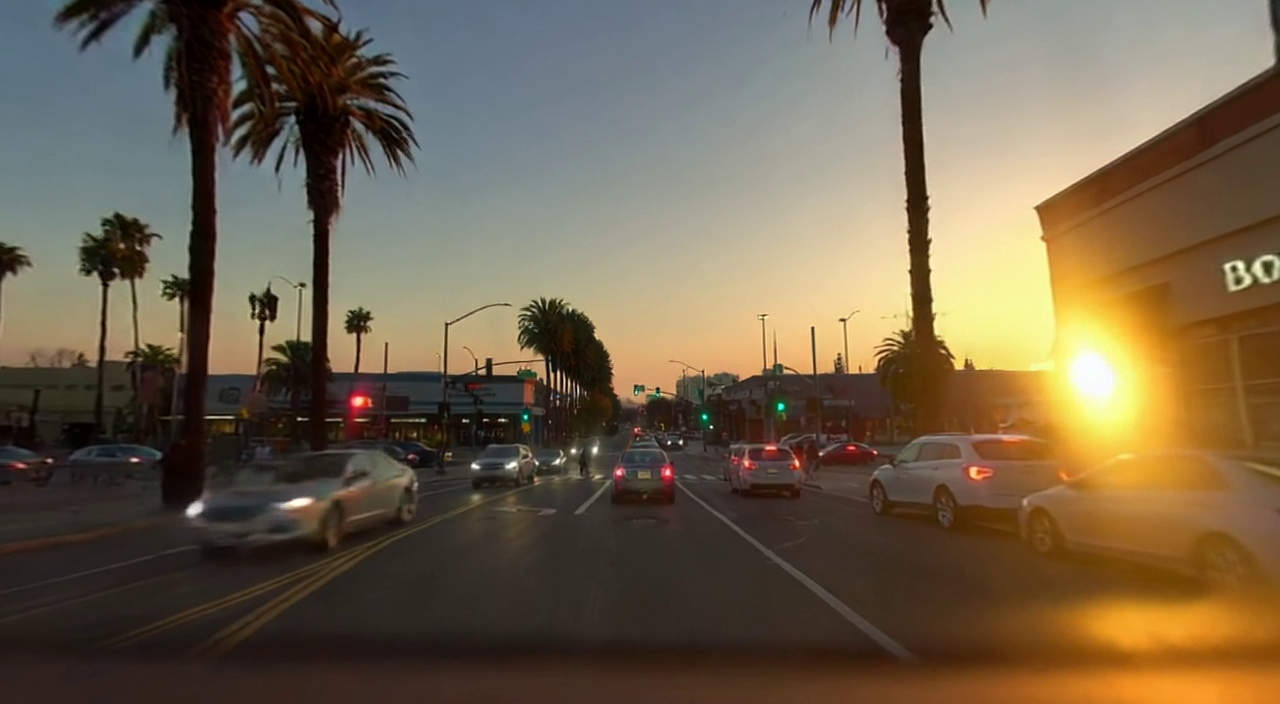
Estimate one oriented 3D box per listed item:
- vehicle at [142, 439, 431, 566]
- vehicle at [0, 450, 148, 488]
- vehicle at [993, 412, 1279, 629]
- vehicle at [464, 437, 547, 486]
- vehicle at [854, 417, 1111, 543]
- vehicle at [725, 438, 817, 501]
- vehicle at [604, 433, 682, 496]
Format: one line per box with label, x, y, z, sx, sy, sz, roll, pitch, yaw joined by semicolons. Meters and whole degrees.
vehicle;-5.020;2.175;9.916;2.092;1.504;4.374;0;-9;-2
vehicle;-25.687;5.239;28.709;1.873;1.507;4.809;-4;-9;23
vehicle;6.147;1.613;6.755;2.008;1.729;4.647;0;-9;0
vehicle;-5.332;4.413;25.757;2.341;1.762;4.865;0;-9;-1
vehicle;6.149;2.363;12.354;1.981;1.893;5.238;0;-9;-1
vehicle;3.937;3.614;19.787;2.070;1.711;4.480;-1;-9;3
vehicle;0.034;3.612;20.667;2.264;1.798;4.531;0;-9;-1
